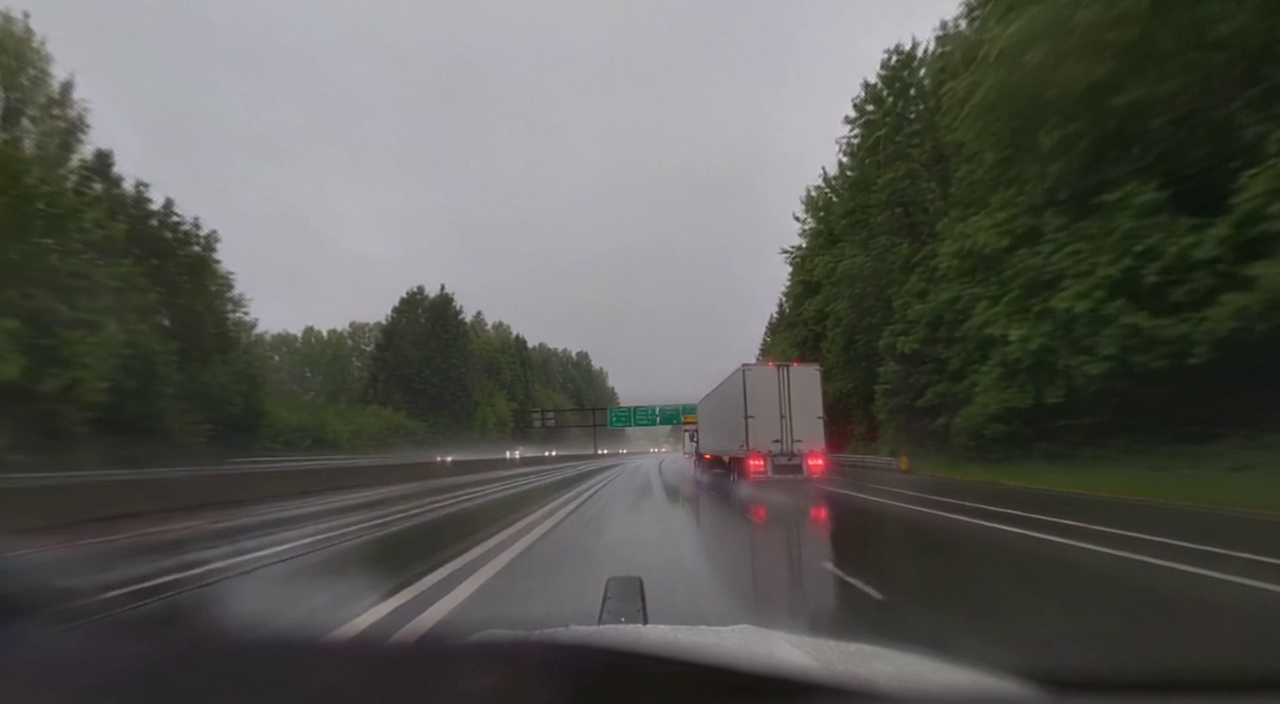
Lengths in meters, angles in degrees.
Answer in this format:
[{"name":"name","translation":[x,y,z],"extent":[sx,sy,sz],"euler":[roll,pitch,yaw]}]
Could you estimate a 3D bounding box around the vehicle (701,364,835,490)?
[{"name":"vehicle","translation":[4.723,3.440,26.980],"extent":[2.859,3.984,14.045],"euler":[0,-9,0]}]
